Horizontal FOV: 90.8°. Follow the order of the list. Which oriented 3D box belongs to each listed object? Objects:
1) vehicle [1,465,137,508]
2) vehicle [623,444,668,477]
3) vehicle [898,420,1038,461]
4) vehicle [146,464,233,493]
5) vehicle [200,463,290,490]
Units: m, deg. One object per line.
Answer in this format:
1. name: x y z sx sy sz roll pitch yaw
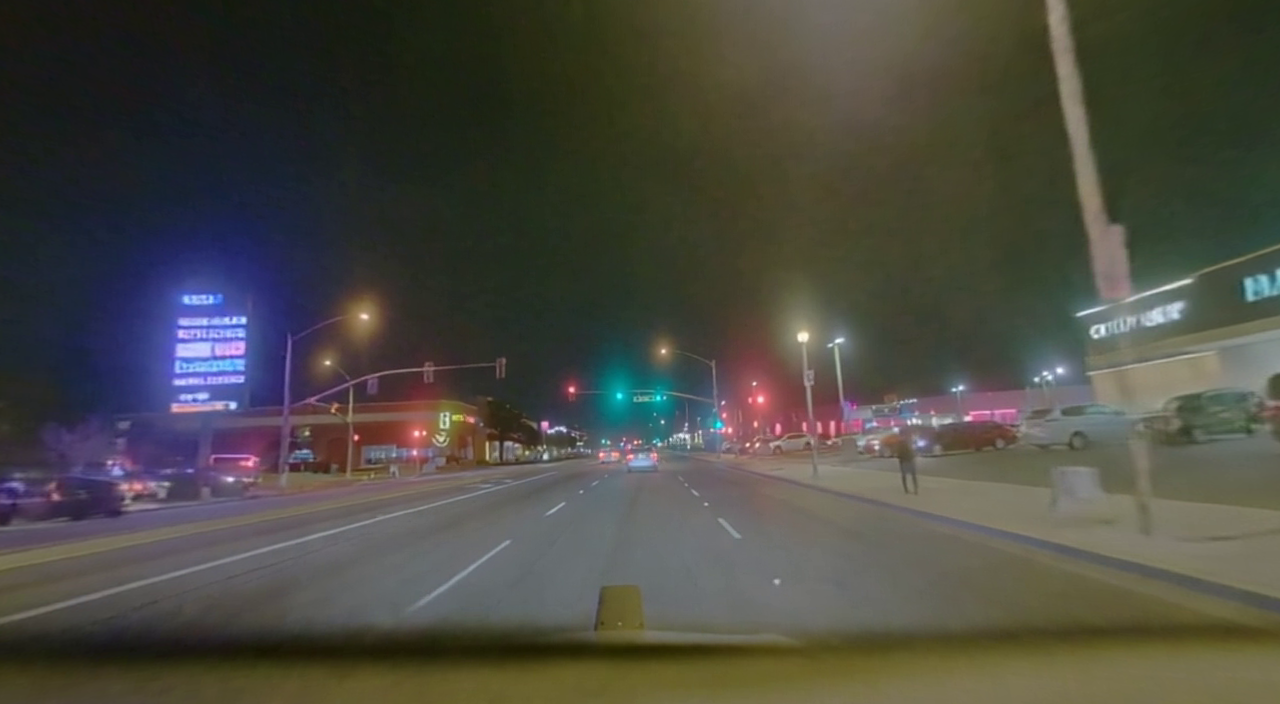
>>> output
1. vehicle: -25.928 6.096 28.907 4.256 1.697 1.817 5 -10 -33
2. vehicle: 0.265 5.086 29.925 1.977 1.451 4.032 0 -9 1
3. vehicle: 13.084 3.552 25.413 4.466 1.553 2.060 0 -9 -1
4. vehicle: -26.183 7.315 36.756 3.790 1.515 1.704 8 -12 -43
5. vehicle: -25.661 8.073 41.155 2.007 1.466 4.543 -8 -11 42
